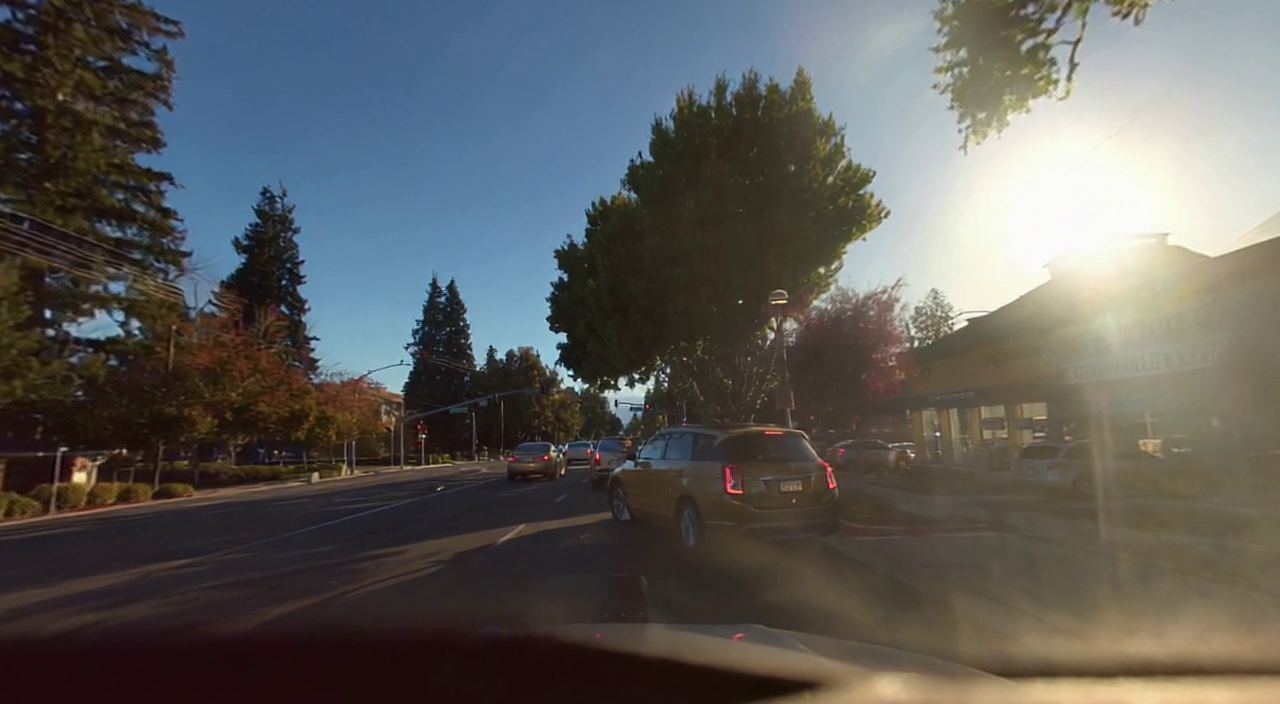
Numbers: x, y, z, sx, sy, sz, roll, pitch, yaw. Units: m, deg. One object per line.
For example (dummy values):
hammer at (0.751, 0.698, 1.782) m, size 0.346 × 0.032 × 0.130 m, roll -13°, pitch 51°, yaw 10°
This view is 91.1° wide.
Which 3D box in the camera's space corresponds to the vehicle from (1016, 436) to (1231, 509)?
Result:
vehicle at (12.231, 3.052, 16.093) m, size 3.871 × 1.525 × 1.835 m, roll -3°, pitch -9°, yaw 0°

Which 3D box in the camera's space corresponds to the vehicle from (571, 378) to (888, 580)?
vehicle at (0.805, 1.605, 8.703) m, size 2.052 × 1.955 × 4.642 m, roll 4°, pitch -9°, yaw -25°

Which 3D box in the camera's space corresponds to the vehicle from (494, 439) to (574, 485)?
vehicle at (-3.694, 3.929, 22.773) m, size 2.026 × 1.466 × 4.282 m, roll 0°, pitch -8°, yaw 2°
